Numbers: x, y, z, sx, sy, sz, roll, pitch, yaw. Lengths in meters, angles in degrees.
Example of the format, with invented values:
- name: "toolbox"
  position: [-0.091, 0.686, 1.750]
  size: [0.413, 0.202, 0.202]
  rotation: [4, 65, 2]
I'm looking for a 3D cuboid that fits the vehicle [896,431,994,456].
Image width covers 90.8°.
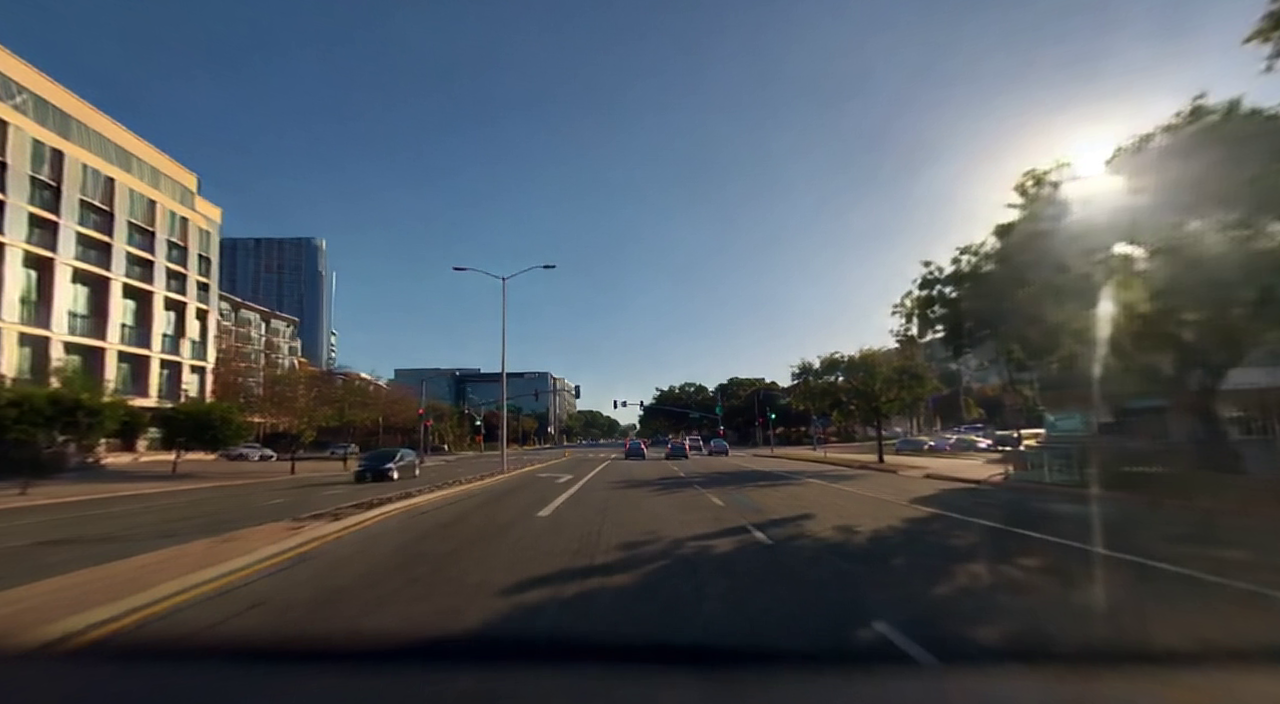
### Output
- name: "vehicle"
  position: [23.518, 7.114, 48.949]
  size: [6.313, 1.772, 2.263]
  rotation: [-9, -11, 43]

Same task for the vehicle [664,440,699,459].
- name: "vehicle"
  position: [3.006, 7.122, 46.179]
  size: [2.080, 1.321, 4.382]
  rotation: [0, -8, -2]

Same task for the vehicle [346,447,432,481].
- name: "vehicle"
  position: [-12.016, 5.362, 30.650]
  size: [2.247, 1.475, 4.593]
  rotation: [0, -8, 0]
